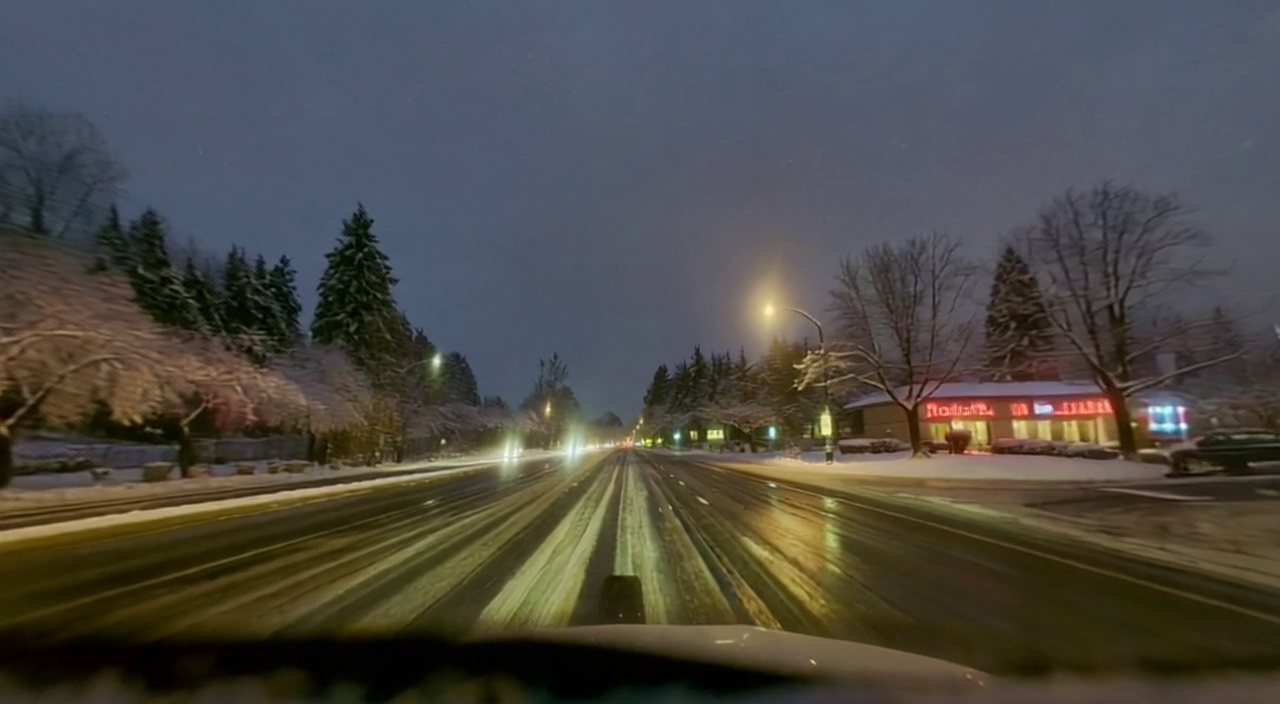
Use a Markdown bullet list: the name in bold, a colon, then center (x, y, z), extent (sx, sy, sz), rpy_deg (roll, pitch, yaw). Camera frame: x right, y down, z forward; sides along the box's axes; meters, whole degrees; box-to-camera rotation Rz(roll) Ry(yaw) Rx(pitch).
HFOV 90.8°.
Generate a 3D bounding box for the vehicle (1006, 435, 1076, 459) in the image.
- **vehicle**: center (30.354, 7.214, 47.989), extent (4.058, 1.538, 1.994), rpy_deg (-7, -8, 23)

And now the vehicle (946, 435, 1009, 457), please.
- **vehicle**: center (25.362, 7.076, 47.556), extent (3.996, 1.617, 1.807), rpy_deg (-4, -9, 27)

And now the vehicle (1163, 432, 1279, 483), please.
- **vehicle**: center (21.526, 3.655, 22.144), extent (4.620, 1.475, 1.904), rpy_deg (-3, -9, -2)
